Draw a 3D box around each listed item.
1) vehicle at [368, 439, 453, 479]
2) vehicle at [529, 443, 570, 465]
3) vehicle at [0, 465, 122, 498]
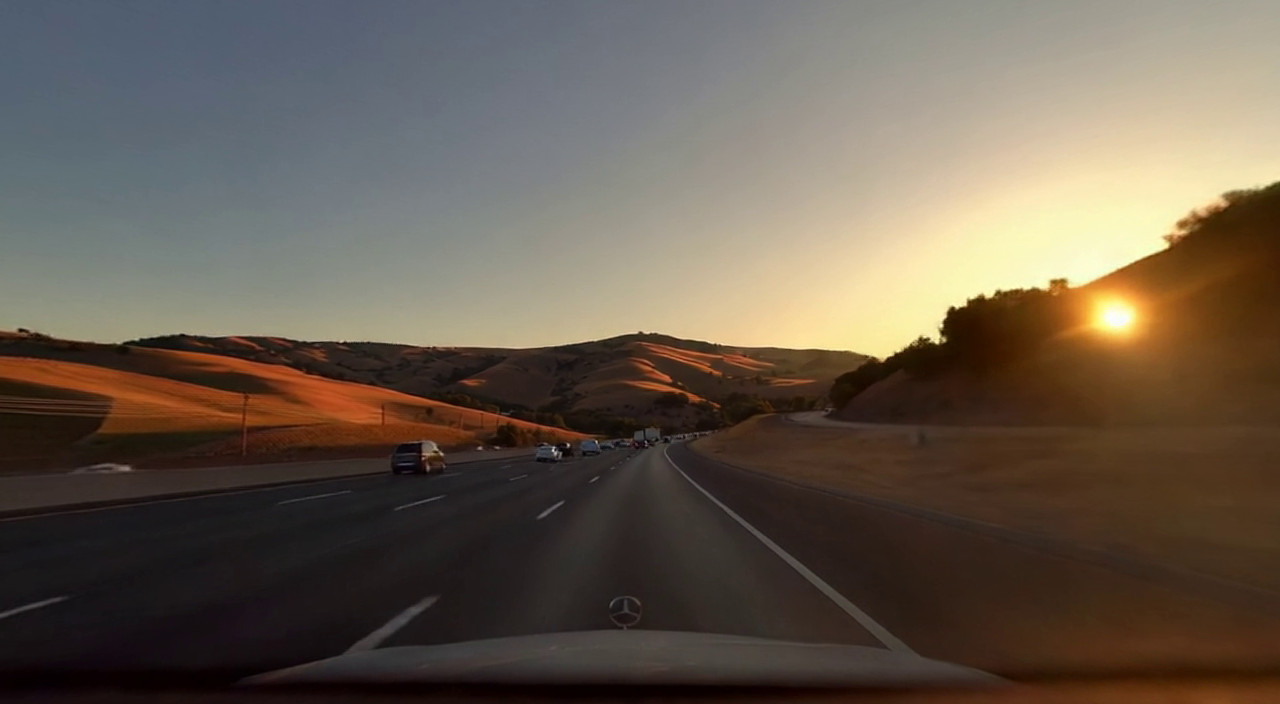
[{"bbox_3d":[-10.398,4.884,28.984,2.122,1.695,4.437,-1,-9,2],"label":"vehicle"},{"bbox_3d":[-6.356,7.189,44.547,2.107,1.484,4.449,-1,-9,2],"label":"vehicle"},{"bbox_3d":[-36.222,8.052,39.535,2.180,1.737,6.134,0,-9,1],"label":"vehicle"}]
